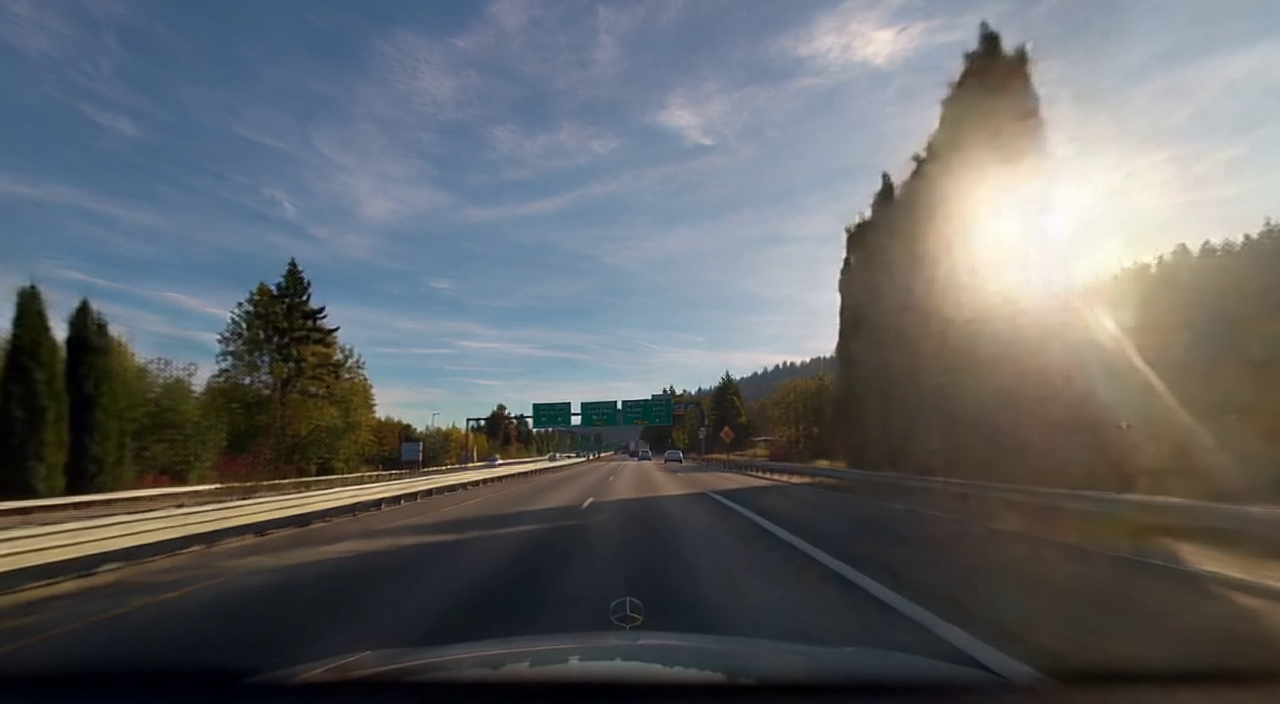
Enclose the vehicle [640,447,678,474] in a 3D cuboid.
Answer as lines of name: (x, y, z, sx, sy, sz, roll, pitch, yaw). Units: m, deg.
vehicle: (1.047, 6.265, 36.620, 2.036, 1.457, 3.471, 0, -9, -1)
